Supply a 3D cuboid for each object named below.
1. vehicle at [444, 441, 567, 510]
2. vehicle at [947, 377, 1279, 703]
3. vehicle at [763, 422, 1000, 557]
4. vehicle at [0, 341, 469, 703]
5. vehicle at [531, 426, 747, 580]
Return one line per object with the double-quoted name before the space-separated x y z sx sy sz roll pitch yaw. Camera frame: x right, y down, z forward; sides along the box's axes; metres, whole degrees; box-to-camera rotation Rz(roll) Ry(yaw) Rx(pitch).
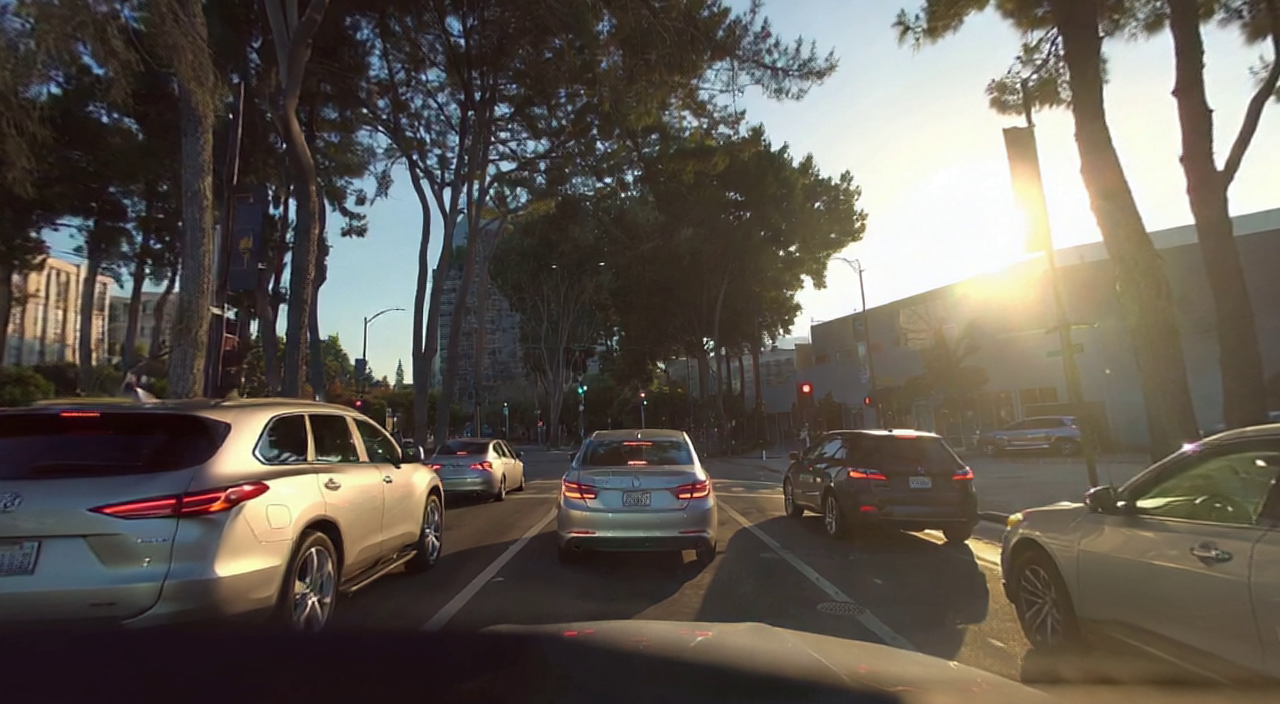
"vehicle" -3.058 2.903 15.315 1.975 1.420 4.196 -1 -9 1
"vehicle" 3.322 0.965 2.832 1.899 1.588 3.888 0 -9 0
"vehicle" 3.409 2.024 10.013 2.040 1.647 4.379 0 -9 0
"vehicle" -3.146 1.166 5.051 2.168 1.750 4.625 -1 -9 1
"vehicle" -0.036 1.804 8.328 2.147 1.507 3.953 0 -8 -1
